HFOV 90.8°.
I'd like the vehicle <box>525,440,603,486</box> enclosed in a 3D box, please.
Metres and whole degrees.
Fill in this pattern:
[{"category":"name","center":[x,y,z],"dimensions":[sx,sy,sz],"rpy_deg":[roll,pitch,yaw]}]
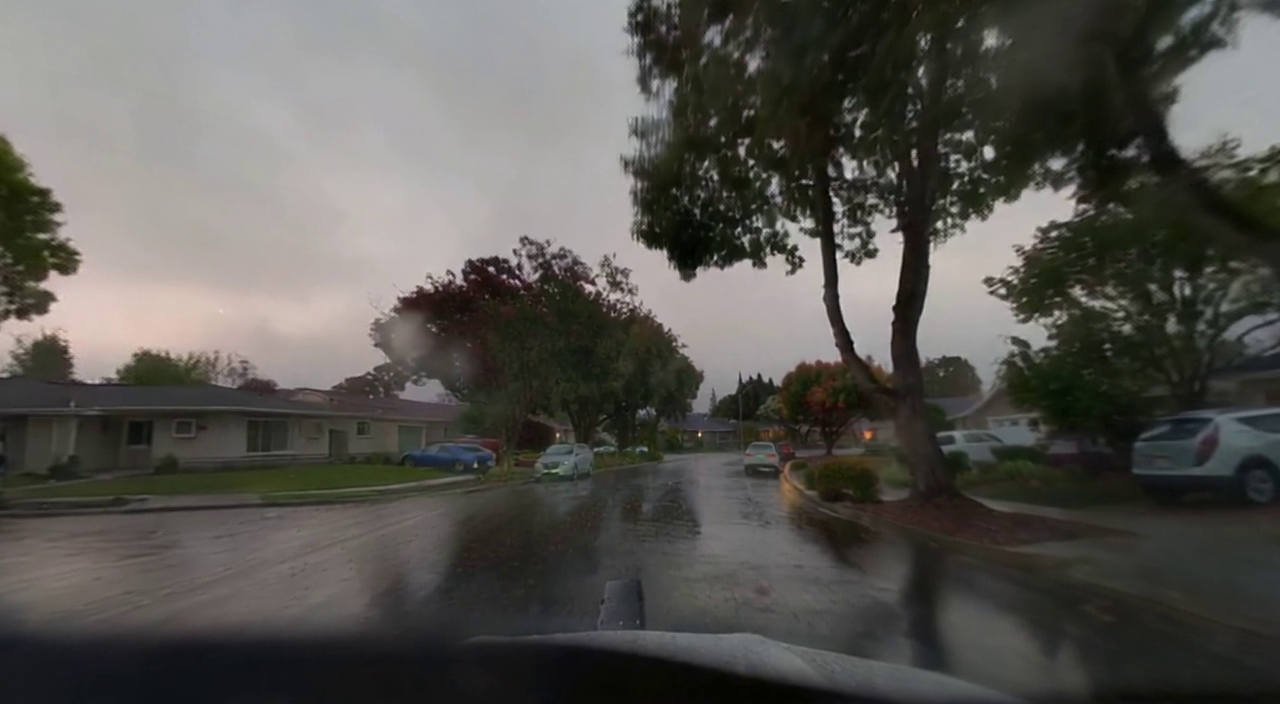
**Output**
[{"category":"vehicle","center":[-3.294,4.893,28.193],"dimensions":[2.041,1.762,4.508],"rpy_deg":[-4,-8,12]}]

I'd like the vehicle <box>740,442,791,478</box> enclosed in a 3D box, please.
[{"category":"vehicle","center":[6.508,5.471,32.351],"dimensions":[2.075,1.657,4.648],"rpy_deg":[-3,-9,16]}]

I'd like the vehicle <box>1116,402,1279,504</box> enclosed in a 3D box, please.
[{"category":"vehicle","center":[11.976,1.844,11.679],"dimensions":[4.781,1.700,1.914],"rpy_deg":[0,-9,-2]}]
